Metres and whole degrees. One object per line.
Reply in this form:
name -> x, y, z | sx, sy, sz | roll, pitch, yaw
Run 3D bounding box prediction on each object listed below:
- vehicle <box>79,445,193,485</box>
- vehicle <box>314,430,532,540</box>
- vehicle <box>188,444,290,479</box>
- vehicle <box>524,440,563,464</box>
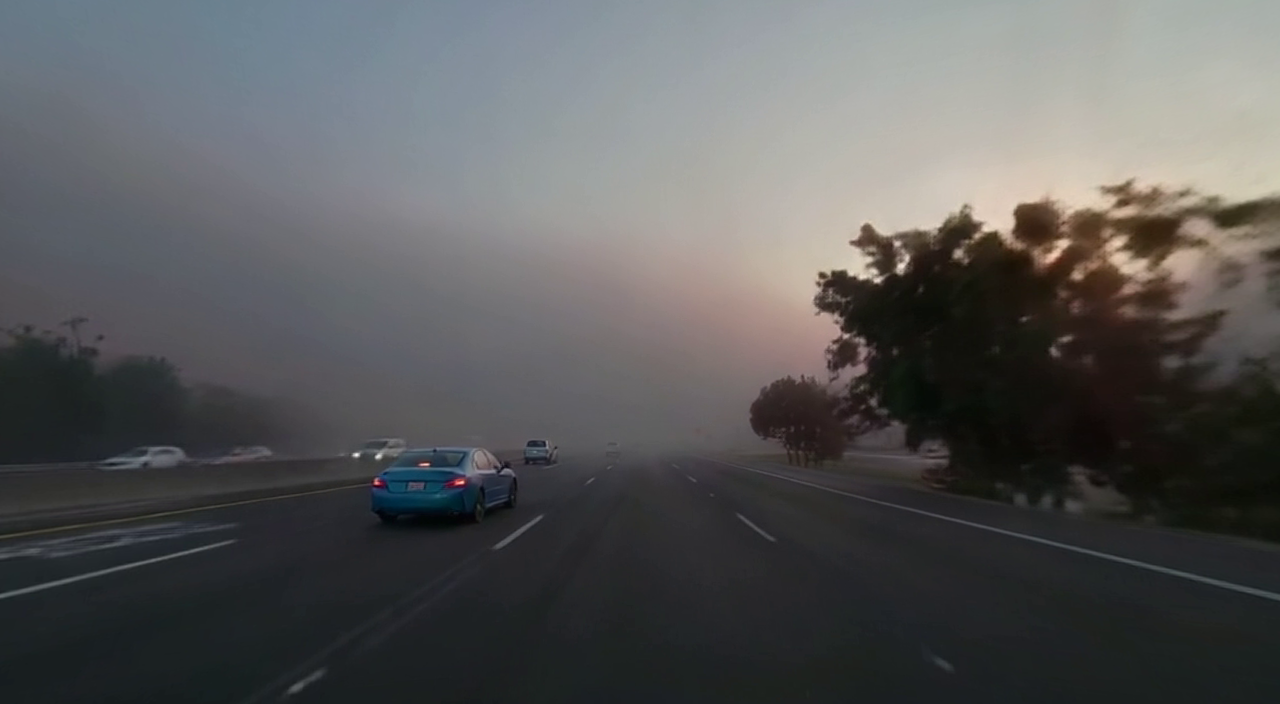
vehicle -> -24.718, 5.526, 31.188 | 1.890, 1.792, 4.469 | 0, -8, 0
vehicle -> -3.550, 2.281, 11.600 | 2.144, 1.565, 4.951 | 0, -8, 1
vehicle -> -21.019, 5.744, 33.391 | 2.038, 1.683, 4.989 | 0, -8, 1
vehicle -> -7.096, 7.388, 46.799 | 2.118, 1.675, 4.395 | 0, -8, 1
